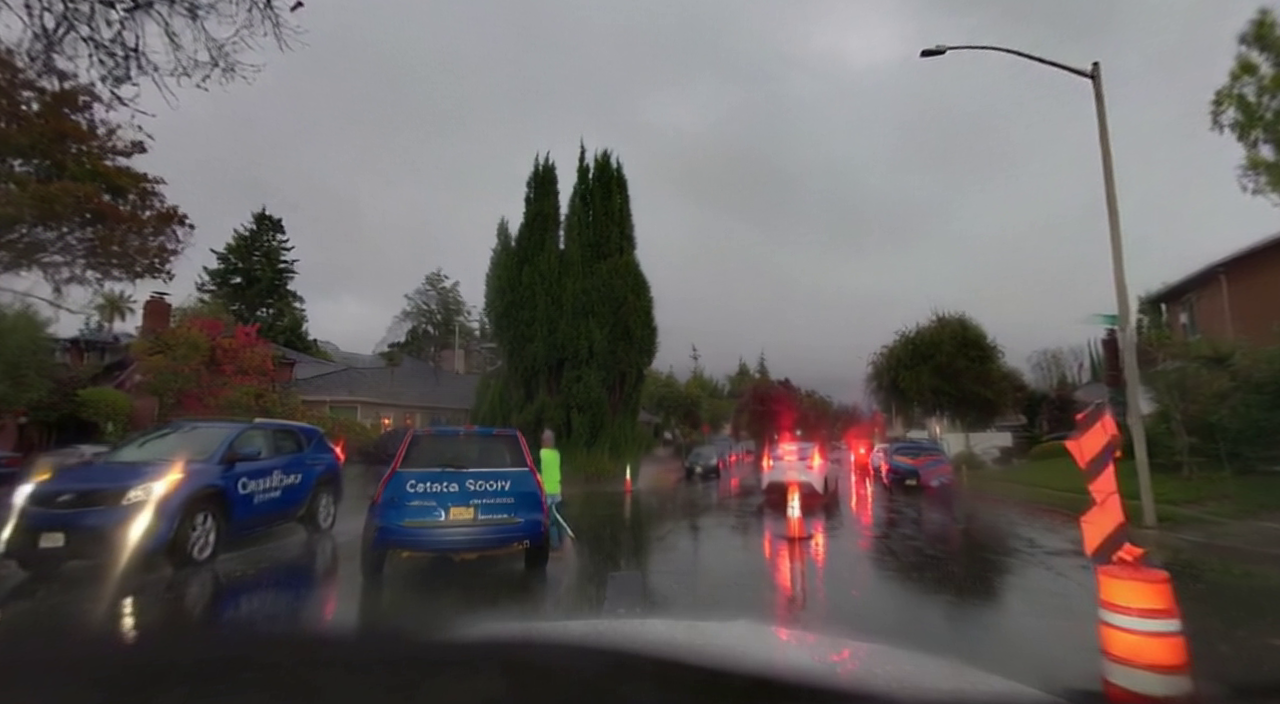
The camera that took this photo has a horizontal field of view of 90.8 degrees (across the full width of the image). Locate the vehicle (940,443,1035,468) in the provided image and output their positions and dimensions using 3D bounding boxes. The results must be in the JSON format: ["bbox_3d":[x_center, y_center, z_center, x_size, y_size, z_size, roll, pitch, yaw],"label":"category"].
[{"bbox_3d":[22.755,6.799,41.548,5.066,1.534,1.905,-2,-9,10],"label":"vehicle"}]

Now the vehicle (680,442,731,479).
[{"bbox_3d":[3.475,5.562,32.650,2.014,1.742,4.297,-2,-9,14],"label":"vehicle"}]

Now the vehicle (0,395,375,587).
[{"bbox_3d":[-6.005,1.740,8.802,2.471,1.892,4.952,0,-8,0],"label":"vehicle"}]

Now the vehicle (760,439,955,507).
[{"bbox_3d":[5.923,3.238,17.395,4.656,1.577,2.099,2,-8,-17],"label":"vehicle"}]

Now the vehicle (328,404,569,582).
[{"bbox_3d":[-2.332,1.732,8.576,2.350,1.748,4.094,2,-9,-11],"label":"vehicle"}]
